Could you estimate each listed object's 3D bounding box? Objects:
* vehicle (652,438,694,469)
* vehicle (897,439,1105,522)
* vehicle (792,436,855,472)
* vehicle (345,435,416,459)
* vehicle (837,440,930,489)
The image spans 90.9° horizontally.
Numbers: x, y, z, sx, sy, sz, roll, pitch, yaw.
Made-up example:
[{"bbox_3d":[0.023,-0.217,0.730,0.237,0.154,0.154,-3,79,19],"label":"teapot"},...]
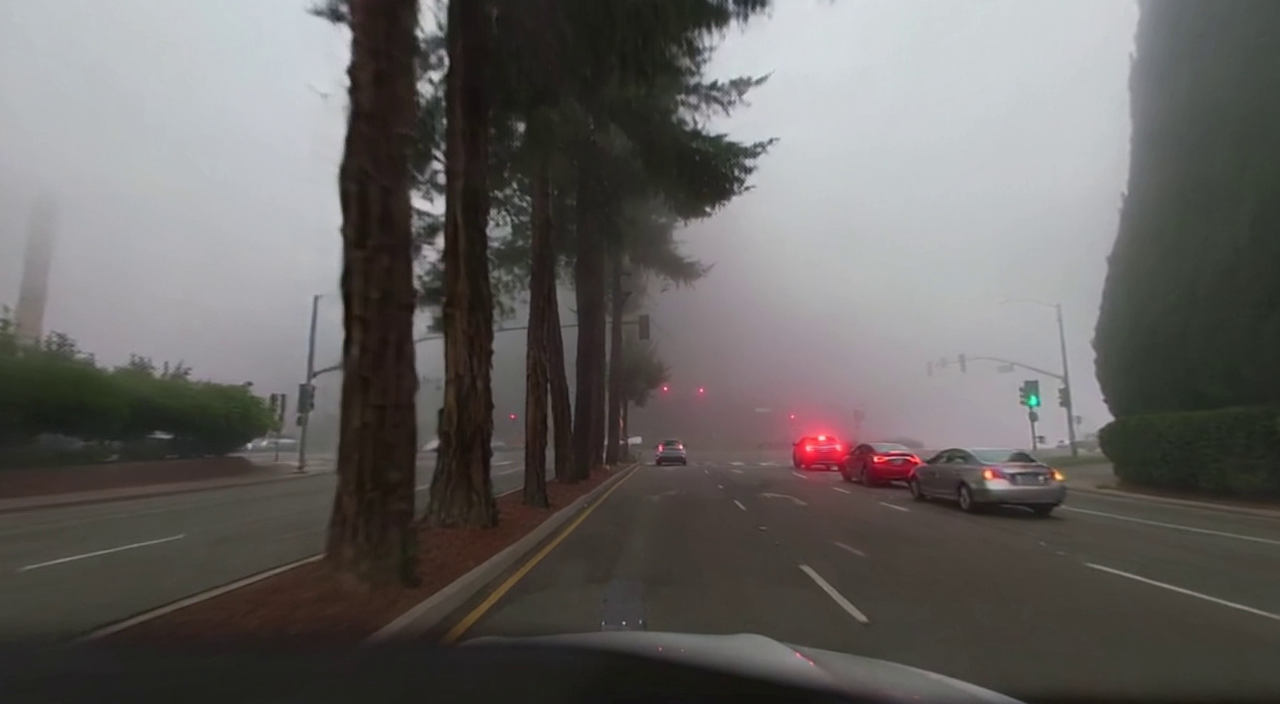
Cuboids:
[{"bbox_3d":[1.662,5.217,32.649,2.041,1.485,3.813,-1,-8,2],"label":"vehicle"},{"bbox_3d":[7.535,2.688,13.876,1.947,1.478,4.731,-1,-8,3],"label":"vehicle"},{"bbox_3d":[8.592,4.821,29.932,1.901,1.577,4.348,-1,-8,3],"label":"vehicle"},{"bbox_3d":[-20.501,7.503,49.953,4.786,1.803,1.967,-1,-8,6],"label":"vehicle"},{"bbox_3d":[8.039,3.722,21.197,1.726,1.467,3.793,-1,-8,2],"label":"vehicle"}]
